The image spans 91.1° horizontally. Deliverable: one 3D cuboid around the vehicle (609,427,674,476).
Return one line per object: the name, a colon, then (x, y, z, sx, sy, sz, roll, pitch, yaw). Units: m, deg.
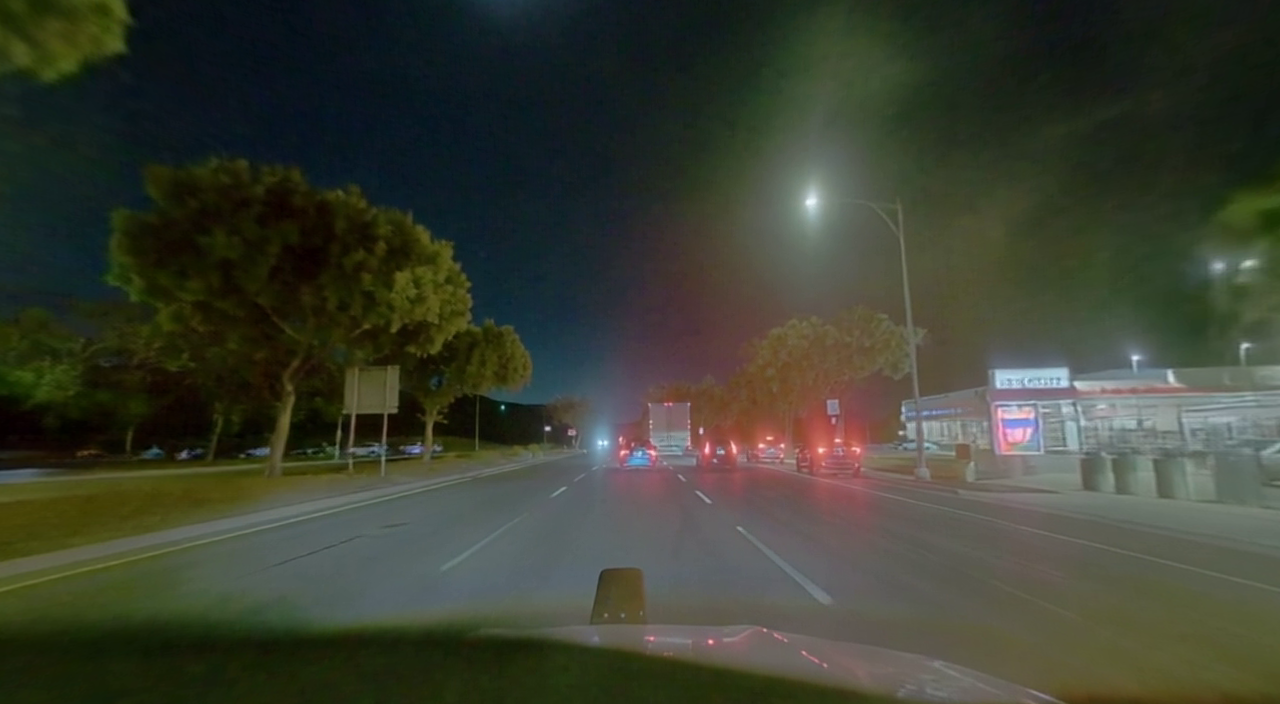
vehicle: (0.006, 3.686, 23.362, 2.193, 1.651, 3.946, 0, -8, -1)

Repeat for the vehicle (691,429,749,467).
vehicle: (3.713, 4.563, 30.010, 2.088, 1.655, 4.360, 0, -8, -1)
